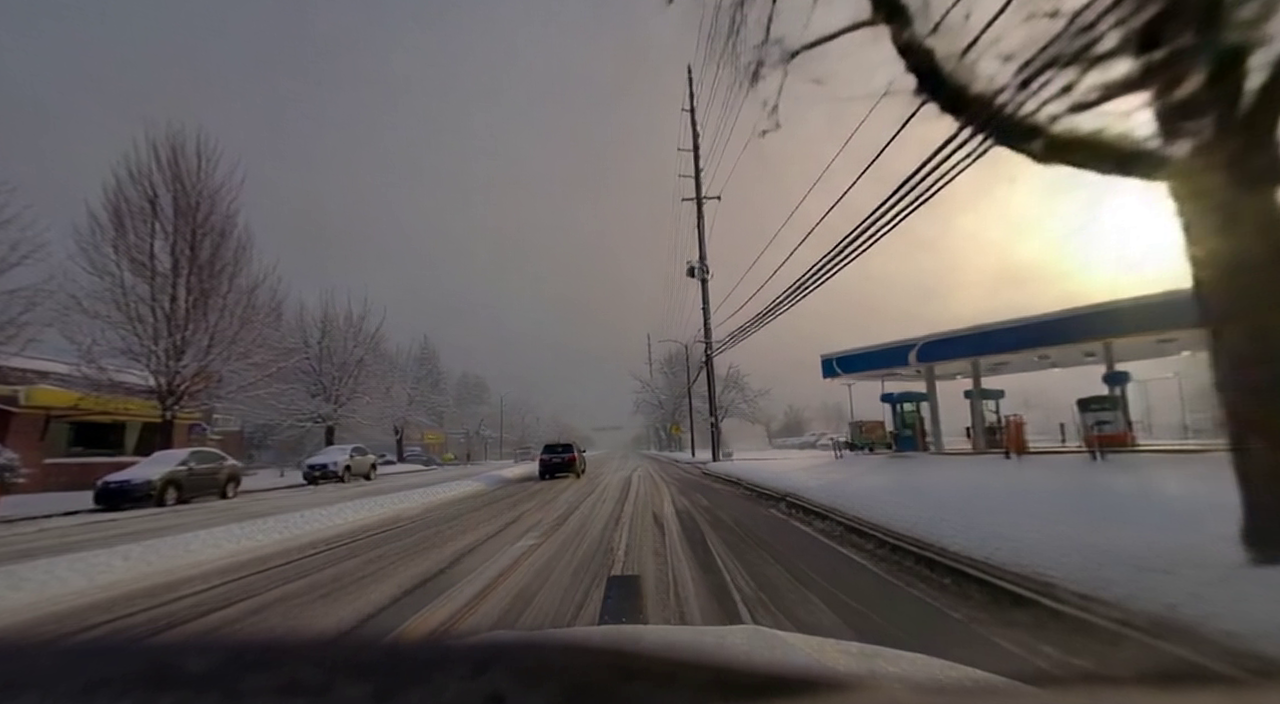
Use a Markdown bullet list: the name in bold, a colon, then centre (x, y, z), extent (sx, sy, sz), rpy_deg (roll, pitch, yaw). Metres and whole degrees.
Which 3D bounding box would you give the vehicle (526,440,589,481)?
- **vehicle**: centre (-3.248, 4.351, 25.542), extent (2.073, 1.525, 3.968), rpy_deg (0, -9, -1)

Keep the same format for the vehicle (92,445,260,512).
- **vehicle**: centre (-16.155, 4.363, 22.396), extent (2.336, 2.092, 4.625), rpy_deg (0, -9, 1)

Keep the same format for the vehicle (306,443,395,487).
- **vehicle**: centre (-15.323, 5.985, 33.750), extent (2.353, 2.144, 4.847), rpy_deg (0, -9, 1)

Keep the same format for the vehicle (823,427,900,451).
- **vehicle**: centre (16.419, 6.487, 46.903), extent (4.943, 1.646, 2.072), rpy_deg (0, -9, -2)
